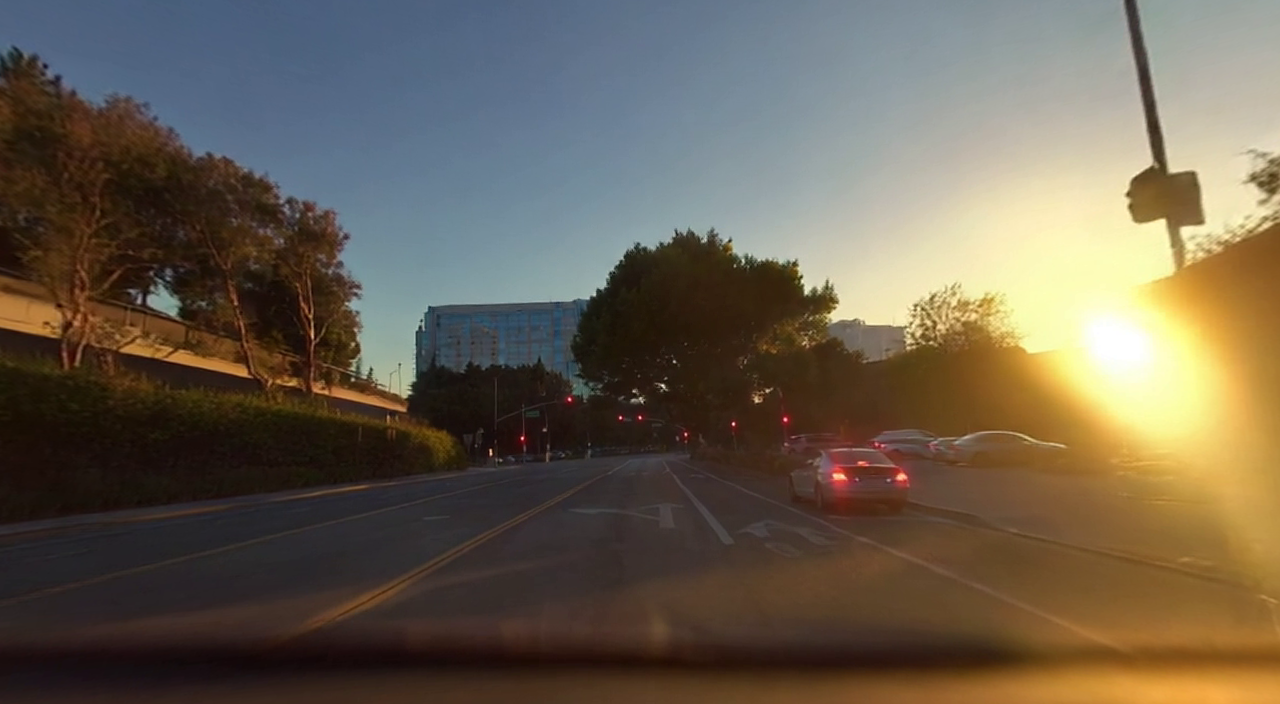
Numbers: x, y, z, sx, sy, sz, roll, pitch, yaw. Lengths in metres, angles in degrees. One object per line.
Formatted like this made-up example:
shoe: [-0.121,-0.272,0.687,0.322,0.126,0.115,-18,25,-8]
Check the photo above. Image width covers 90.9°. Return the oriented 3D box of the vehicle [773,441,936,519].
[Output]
vehicle: [4.483,2.735,14.106,2.006,1.448,4.671,0,-8,0]

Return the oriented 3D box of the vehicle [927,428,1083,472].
vehicle: [12.591,3.400,21.947,4.227,1.451,1.874,0,-8,2]
